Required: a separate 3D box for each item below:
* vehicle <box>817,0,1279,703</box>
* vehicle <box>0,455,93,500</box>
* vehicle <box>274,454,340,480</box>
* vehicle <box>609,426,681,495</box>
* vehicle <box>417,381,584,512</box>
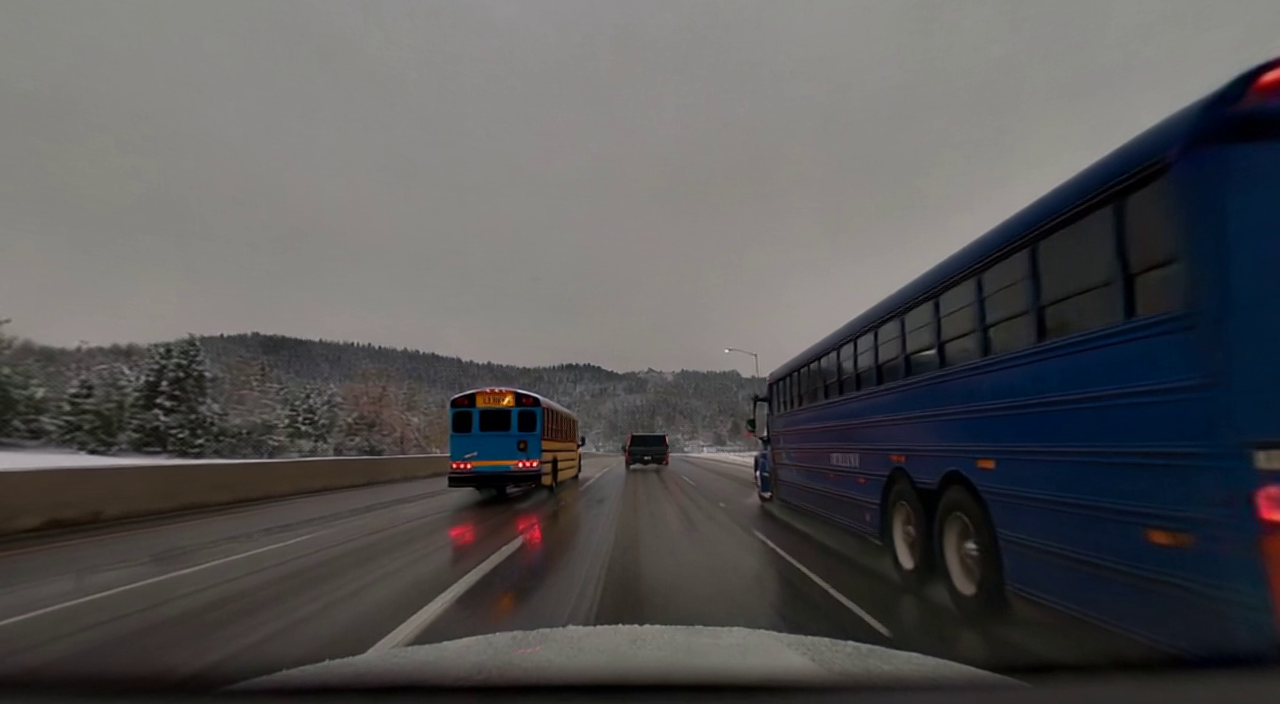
[{"bbox_3d":[4.140,0.281,5.821,3.050,3.810,6.889,-1,-8,1],"label":"vehicle"},{"bbox_3d":[-24.657,4.886,24.794,2.031,1.572,4.783,-1,-9,0],"label":"vehicle"},{"bbox_3d":[-21.085,7.252,40.131,1.832,1.462,4.285,0,-8,0],"label":"vehicle"},{"bbox_3d":[0.119,3.445,20.377,2.037,1.929,4.343,0,-8,-1],"label":"vehicle"},{"bbox_3d":[-3.585,2.769,18.663,2.947,3.009,7.991,-1,-8,1],"label":"vehicle"}]
